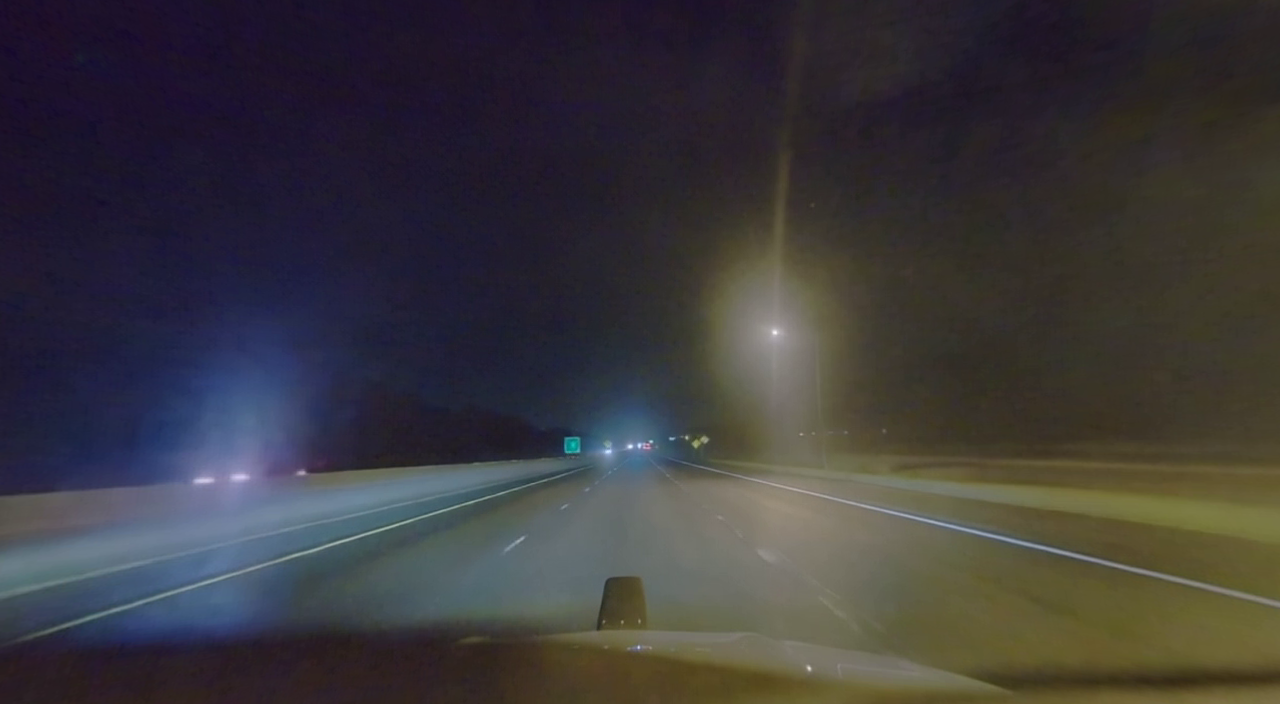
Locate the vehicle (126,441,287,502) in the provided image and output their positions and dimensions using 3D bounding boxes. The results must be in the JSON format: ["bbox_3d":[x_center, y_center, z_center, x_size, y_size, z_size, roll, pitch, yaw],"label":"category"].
[{"bbox_3d":[-14.470,3.986,21.455,2.065,1.832,4.651,0,-9,1],"label":"vehicle"}]
